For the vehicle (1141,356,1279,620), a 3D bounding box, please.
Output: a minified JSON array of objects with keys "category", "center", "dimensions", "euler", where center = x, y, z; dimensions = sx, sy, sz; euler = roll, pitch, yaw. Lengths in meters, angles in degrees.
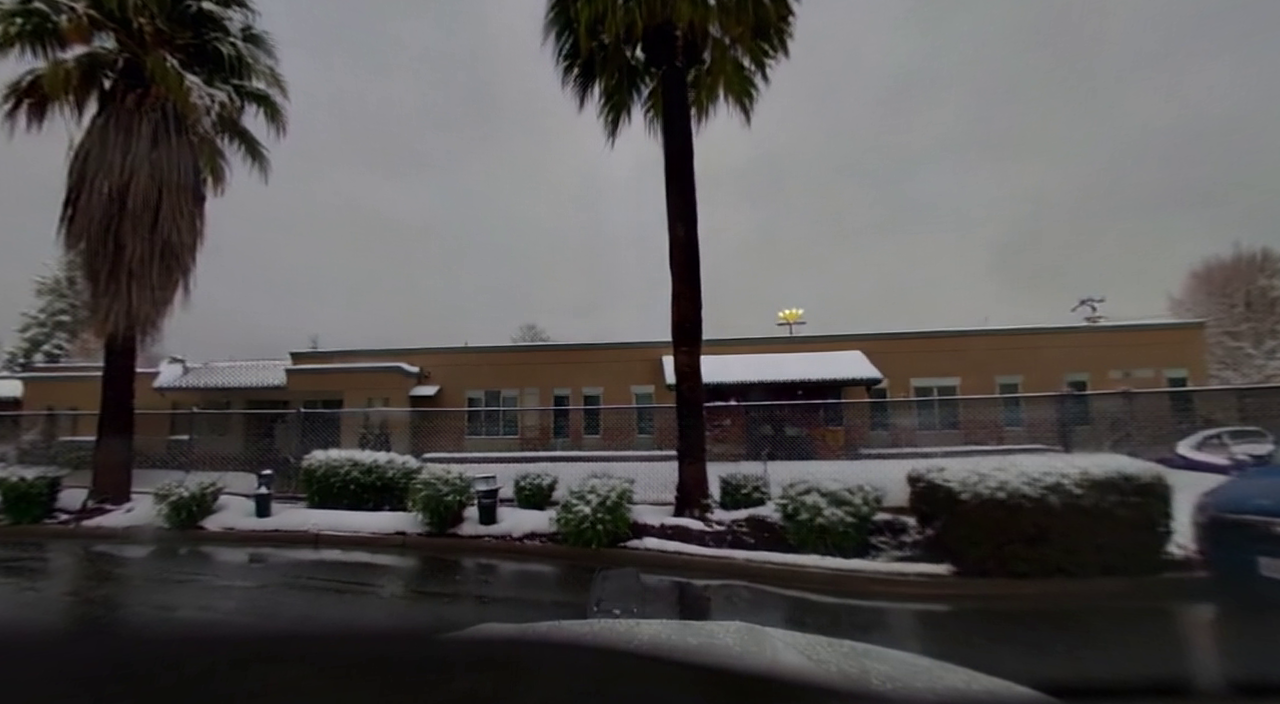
[{"category":"vehicle","center":[6.534,0.952,4.699],"dimensions":[4.365,1.791,2.073],"euler":[1,-7,-15]}]
